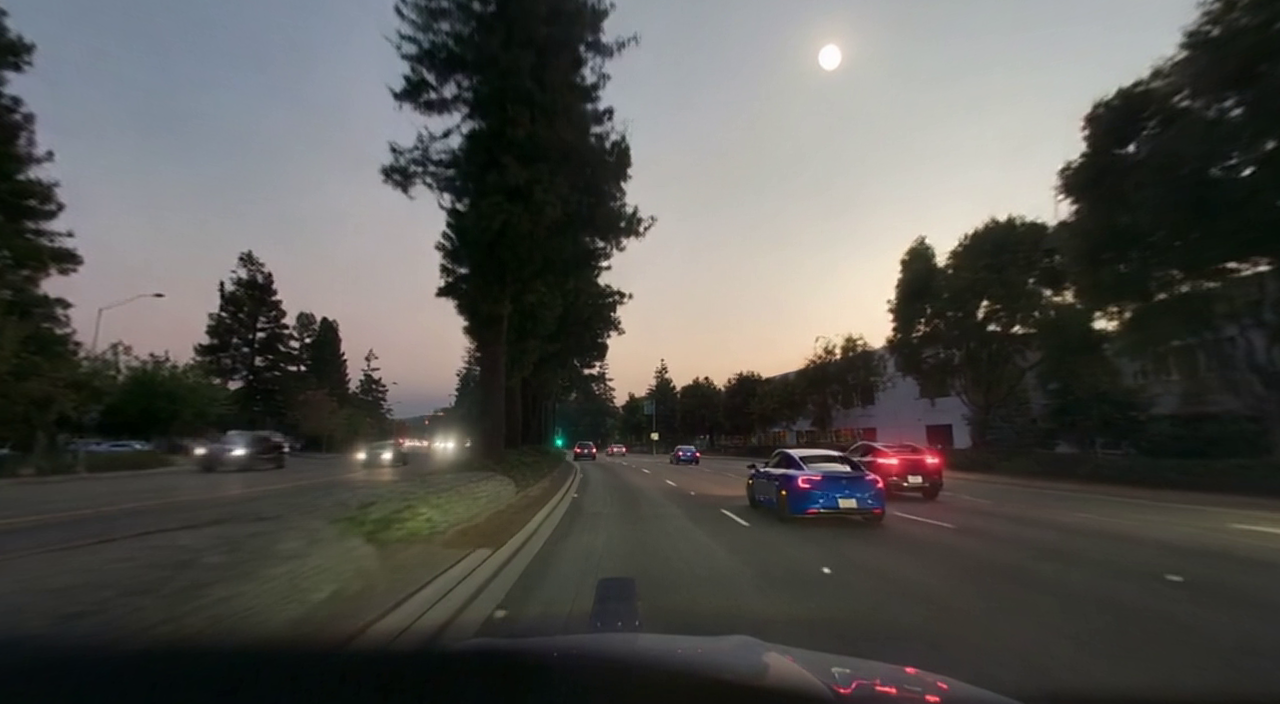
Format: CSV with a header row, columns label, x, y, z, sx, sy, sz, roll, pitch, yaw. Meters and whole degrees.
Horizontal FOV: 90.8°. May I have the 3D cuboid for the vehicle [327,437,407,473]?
label,x,y,z,sx,sy,sz,roll,pitch,yaw
vehicle,-12.361,4.685,28.924,1.921,1.472,4.550,1,-8,-4

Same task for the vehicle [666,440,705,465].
label,x,y,z,sx,sy,sz,roll,pitch,yaw
vehicle,3.172,7.143,45.144,1.931,1.685,4.054,1,-9,-8

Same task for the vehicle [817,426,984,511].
label,x,y,z,sx,sy,sz,roll,pitch,yaw
vehicle,6.048,2.746,15.355,1.987,1.730,4.373,0,-8,-3

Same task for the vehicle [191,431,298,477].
label,x,y,z,sx,sy,sz,roll,pitch,yaw
vehicle,-15.805,4.089,25.543,1.980,1.683,3.956,1,-8,-5

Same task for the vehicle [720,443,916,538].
label,x,y,z,sx,sy,sz,roll,pitch,yaw
vehicle,2.861,2.332,11.364,1.990,1.347,4.388,1,-8,-4
